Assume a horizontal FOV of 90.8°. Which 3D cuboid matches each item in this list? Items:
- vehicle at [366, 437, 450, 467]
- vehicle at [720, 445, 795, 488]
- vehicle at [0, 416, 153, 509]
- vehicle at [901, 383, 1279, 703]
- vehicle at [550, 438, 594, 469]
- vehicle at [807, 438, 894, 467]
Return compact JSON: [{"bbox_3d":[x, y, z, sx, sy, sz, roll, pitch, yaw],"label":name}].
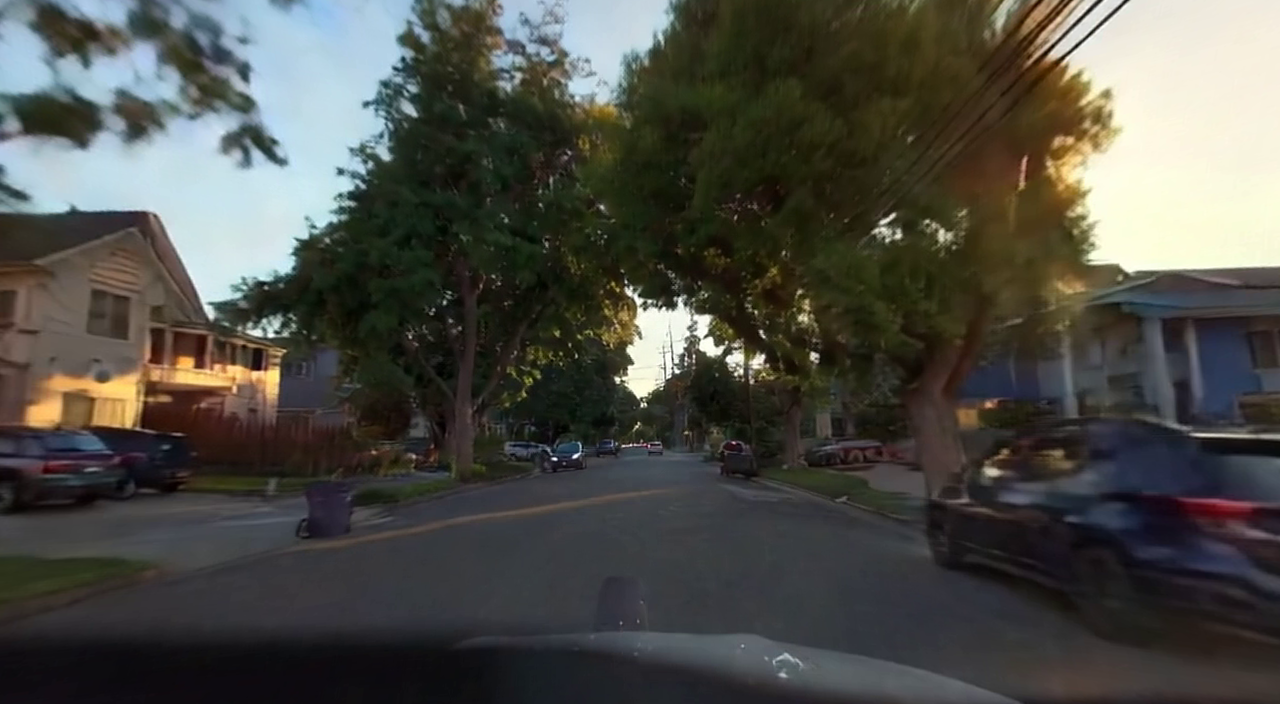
[{"bbox_3d":[-13.917,5.998,37.837,4.702,1.675,1.984,-4,-10,26],"label":"vehicle"},{"bbox_3d":[4.418,4.367,24.487,2.031,1.471,4.328,0,-9,0],"label":"vehicle"},{"bbox_3d":[-12.277,1.973,11.669,4.792,1.521,2.077,1,-9,0],"label":"vehicle"},{"bbox_3d":[4.232,1.377,5.444,2.066,1.753,4.877,0,-9,3],"label":"vehicle"},{"bbox_3d":[-4.206,6.361,40.030,2.164,1.810,5.044,1,-8,1],"label":"vehicle"},{"bbox_3d":[12.696,6.083,38.288,4.583,1.709,1.977,-1,-9,5],"label":"vehicle"}]
